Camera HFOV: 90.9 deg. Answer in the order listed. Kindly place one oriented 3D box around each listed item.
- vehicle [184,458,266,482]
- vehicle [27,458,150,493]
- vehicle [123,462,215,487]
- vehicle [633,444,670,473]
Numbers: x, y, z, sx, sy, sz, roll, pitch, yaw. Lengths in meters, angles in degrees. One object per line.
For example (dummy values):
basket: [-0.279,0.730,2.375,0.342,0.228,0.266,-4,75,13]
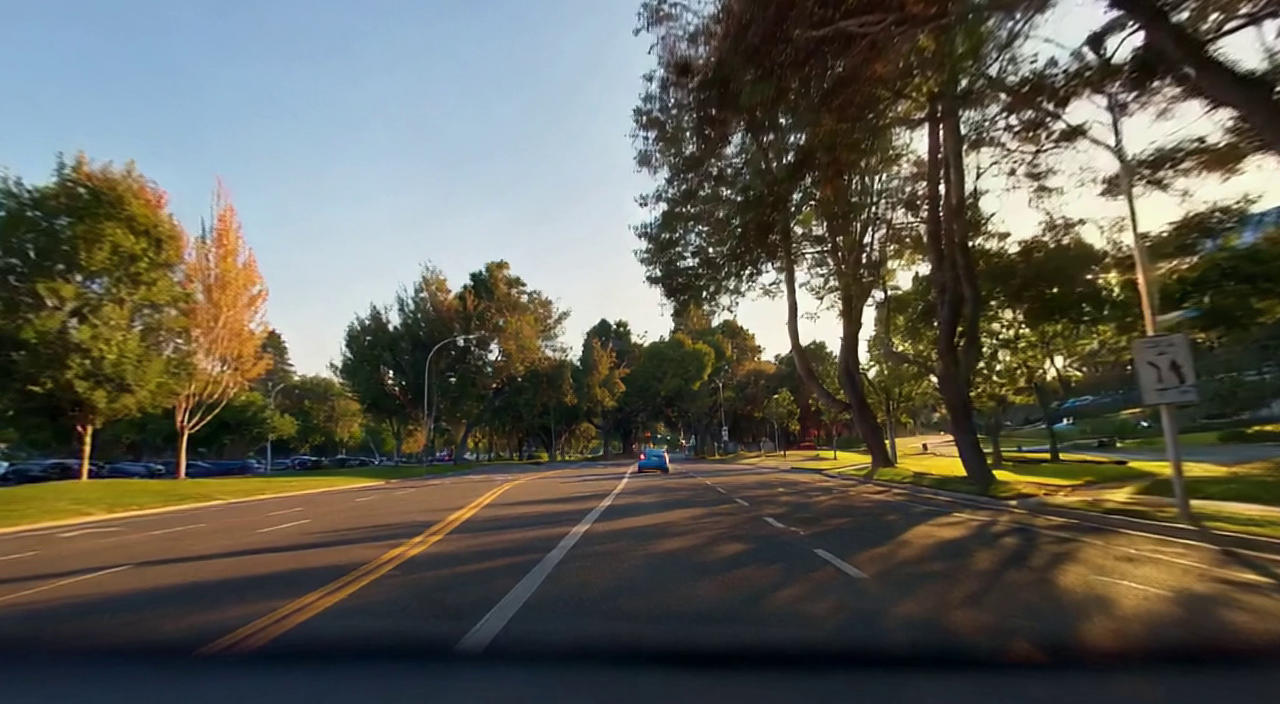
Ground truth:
vehicle: [-29.411,8.366,44.774,4.389,1.588,2.048,-1,-8,0]
vehicle: [-30.350,6.789,34.818,4.653,1.727,2.126,0,-8,-2]
vehicle: [-29.749,7.730,39.921,4.316,1.438,1.843,-1,-8,1]
vehicle: [0.603,6.012,35.743,1.978,1.499,3.915,0,-8,0]
